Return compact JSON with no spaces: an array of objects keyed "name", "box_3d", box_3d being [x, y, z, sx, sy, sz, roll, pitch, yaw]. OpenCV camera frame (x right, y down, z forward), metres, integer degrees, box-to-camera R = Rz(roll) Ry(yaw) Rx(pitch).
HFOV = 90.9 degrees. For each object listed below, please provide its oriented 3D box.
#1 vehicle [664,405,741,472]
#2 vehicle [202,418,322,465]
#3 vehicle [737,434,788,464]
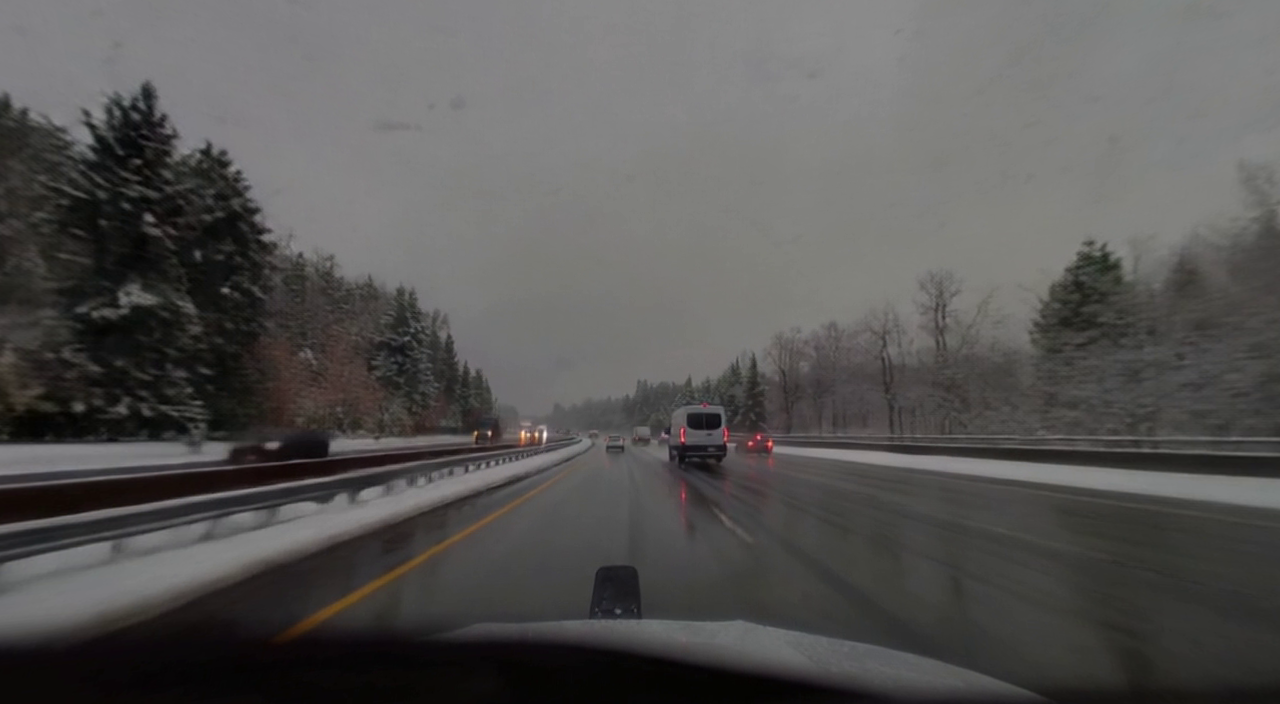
[{"name":"vehicle","box_3d":[2.452,3.616,26.515,2.436,2.521,5.409,0,-8,-3]},{"name":"vehicle","box_3d":[-13.954,3.326,23.602,1.854,1.557,4.257,0,-8,0]},{"name":"vehicle","box_3d":[6.438,5.120,33.595,1.821,1.468,3.805,0,-8,-2]}]
